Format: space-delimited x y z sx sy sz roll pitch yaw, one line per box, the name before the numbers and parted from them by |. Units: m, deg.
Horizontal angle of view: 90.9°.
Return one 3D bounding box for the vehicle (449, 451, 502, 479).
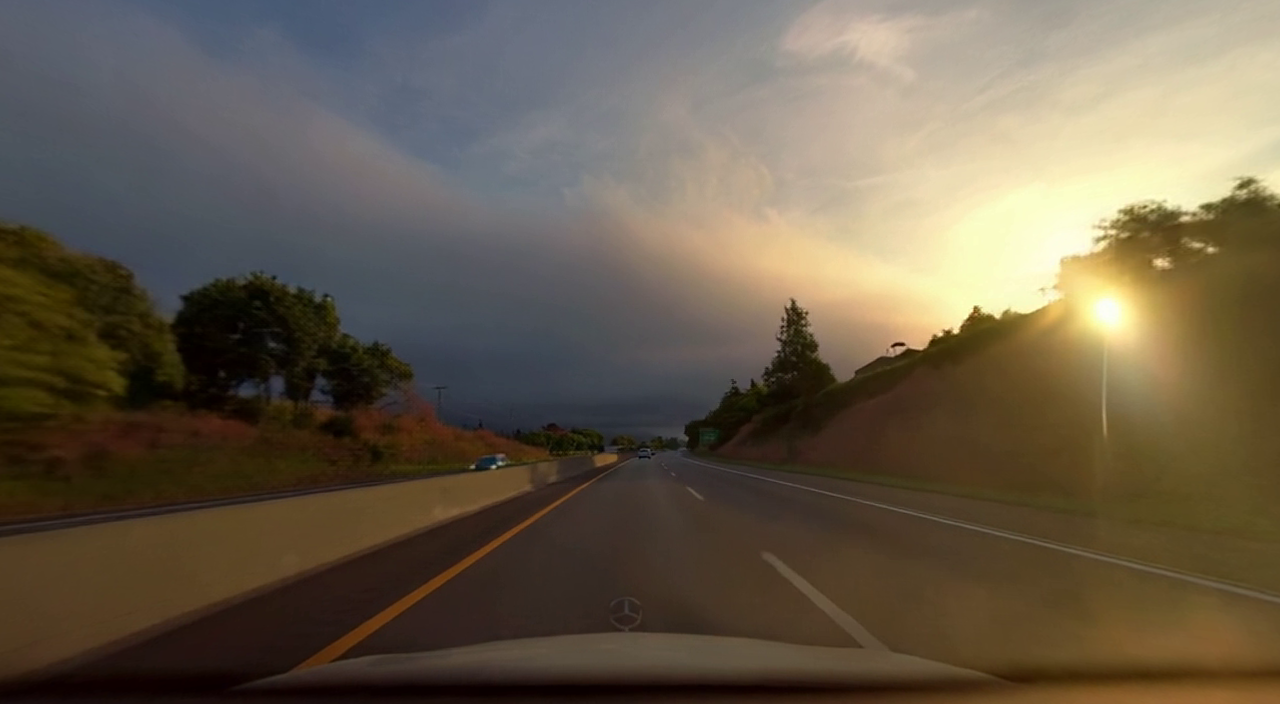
vehicle | -9.891 6.825 38.364 1.908 1.565 4.710 0 -9 1
